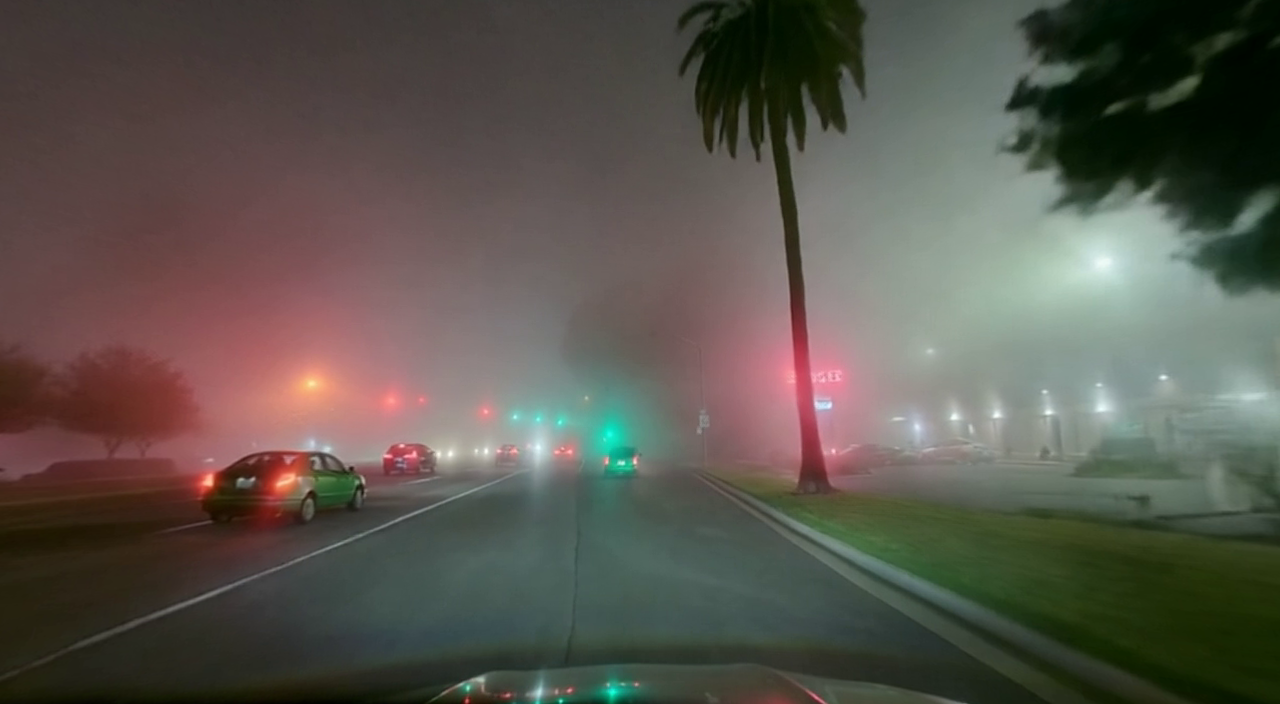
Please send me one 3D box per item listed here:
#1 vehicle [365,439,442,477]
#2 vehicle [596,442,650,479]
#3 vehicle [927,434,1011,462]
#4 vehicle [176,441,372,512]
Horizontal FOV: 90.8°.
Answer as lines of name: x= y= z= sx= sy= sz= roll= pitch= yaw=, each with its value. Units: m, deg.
vehicle: x=-11.337 y=5.113 z=30.715 sx=2.108 sy=1.669 sz=5.076 roll=1 pitch=-9 yaw=-5
vehicle: x=-0.655 y=4.786 z=28.153 sx=2.070 sy=1.493 sz=4.570 roll=0 pitch=-9 yaw=3
vehicle: x=18.803 y=5.575 z=36.377 sx=1.882 sy=1.463 sz=4.550 roll=2 pitch=-10 yaw=-8
vehicle: x=-8.499 y=2.906 z=15.293 sx=1.958 sy=1.455 sz=4.504 roll=0 pitch=-9 yaw=1
